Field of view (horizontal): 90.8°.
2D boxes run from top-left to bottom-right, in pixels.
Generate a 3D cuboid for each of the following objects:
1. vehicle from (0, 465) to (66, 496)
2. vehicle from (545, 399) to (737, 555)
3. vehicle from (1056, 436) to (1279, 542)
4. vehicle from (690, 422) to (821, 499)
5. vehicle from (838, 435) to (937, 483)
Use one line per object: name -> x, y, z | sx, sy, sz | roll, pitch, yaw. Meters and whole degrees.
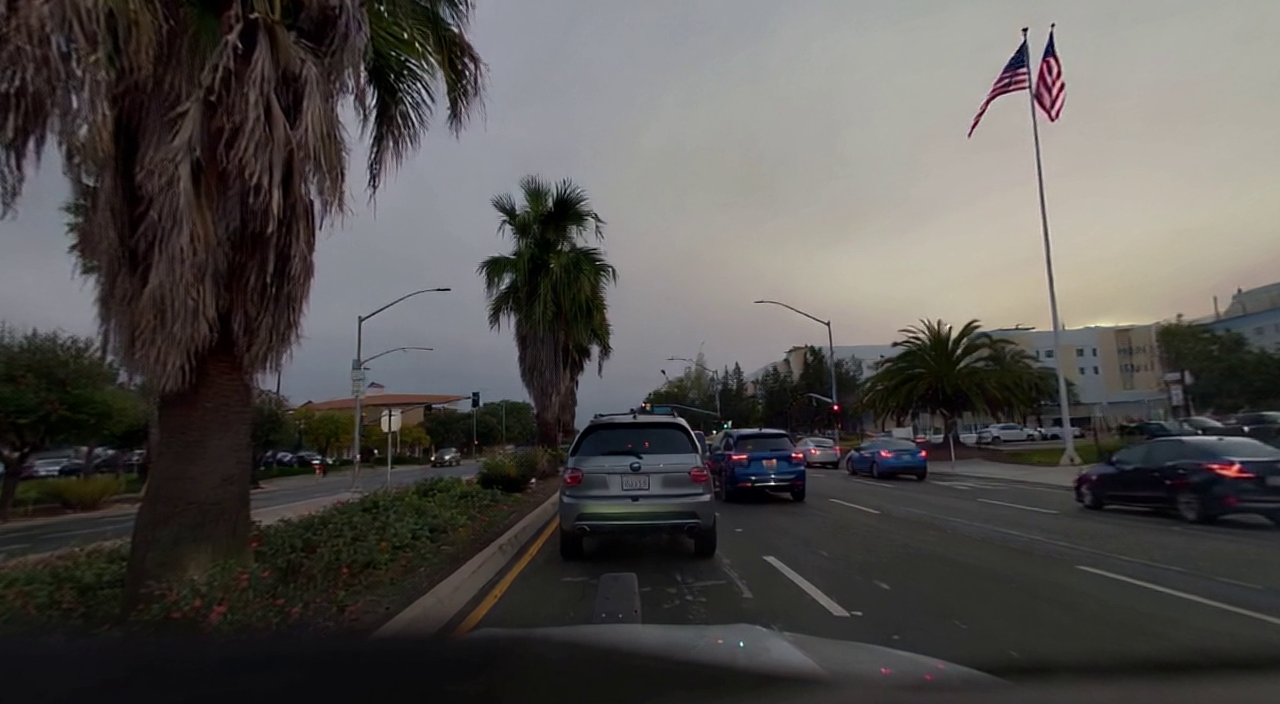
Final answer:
vehicle -> -45.875, 9.223, 45.503 | 6.410, 2.078, 2.584 | 0, -9, 0
vehicle -> -0.027, 1.908, 10.260 | 2.402, 1.938, 4.535 | 0, -9, -1
vehicle -> 9.801, 2.278, 11.200 | 1.967, 1.485, 4.267 | 0, -9, 1
vehicle -> 3.299, 3.331, 19.814 | 2.773, 2.021, 6.212 | 0, -9, -1
vehicle -> 10.088, 4.389, 26.181 | 2.155, 1.779, 4.582 | 0, -9, -1
